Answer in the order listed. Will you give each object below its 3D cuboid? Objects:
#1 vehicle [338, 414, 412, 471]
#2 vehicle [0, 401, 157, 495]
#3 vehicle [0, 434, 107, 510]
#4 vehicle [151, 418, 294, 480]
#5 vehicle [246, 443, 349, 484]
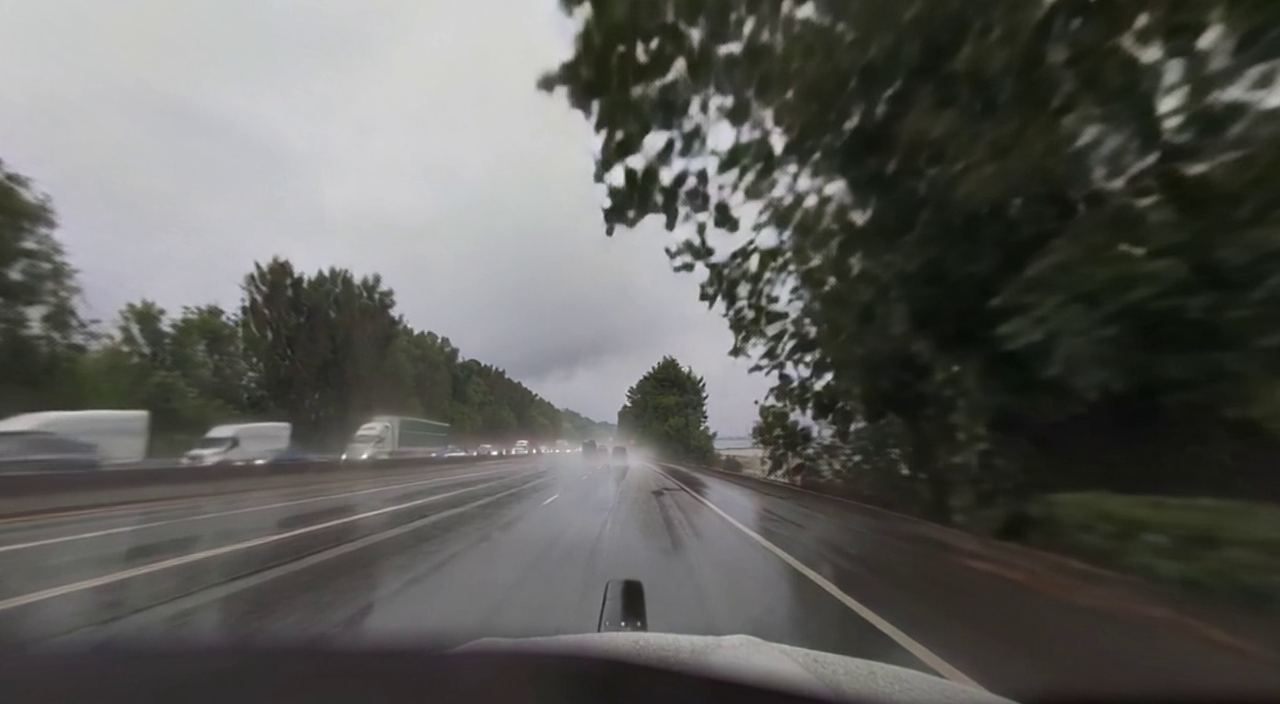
[{"bbox_3d":[-19.983,6.837,47.939,3.004,3.954,5.872,2,-7,-1],"label":"vehicle"},{"bbox_3d":[-20.297,3.332,21.860,2.249,2.817,5.913,0,-9,0],"label":"vehicle"},{"bbox_3d":[-15.597,2.865,14.964,1.962,1.714,4.445,-2,-9,0],"label":"vehicle"},{"bbox_3d":[-19.709,4.659,30.292,2.466,2.670,6.240,0,-9,1],"label":"vehicle"},{"bbox_3d":[-15.048,4.895,28.012,1.953,1.662,4.536,0,-9,1],"label":"vehicle"}]
